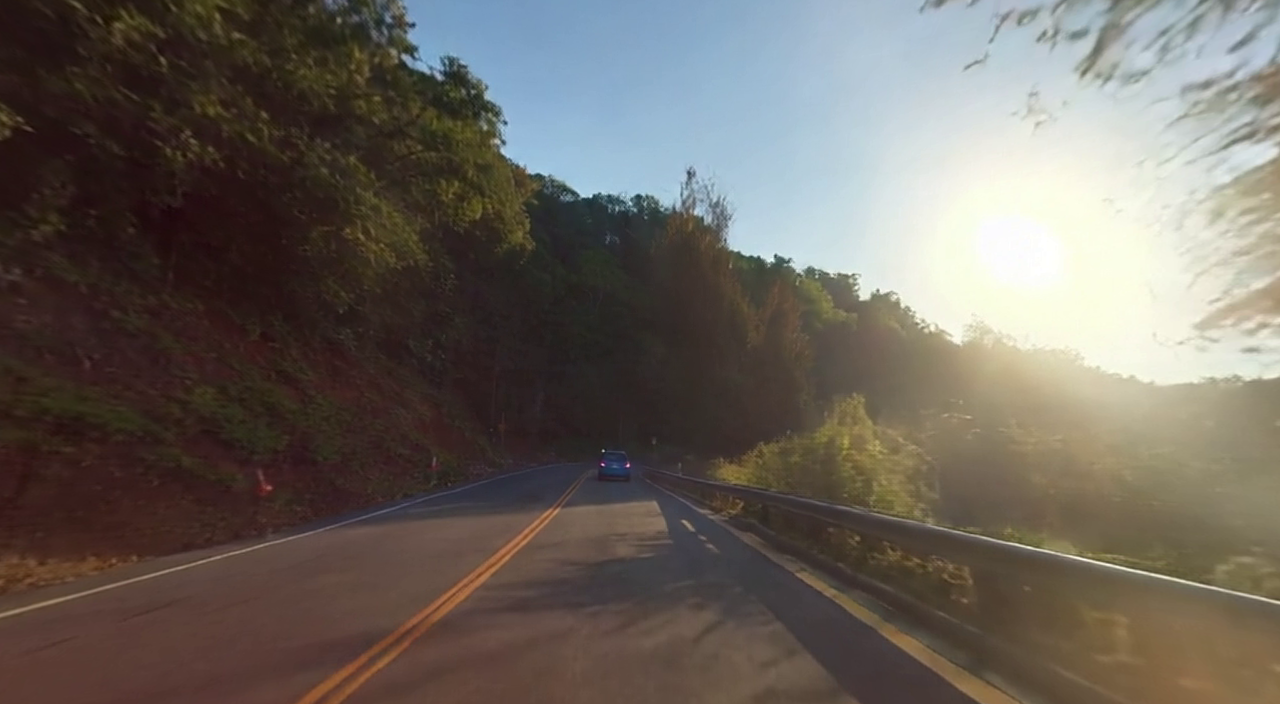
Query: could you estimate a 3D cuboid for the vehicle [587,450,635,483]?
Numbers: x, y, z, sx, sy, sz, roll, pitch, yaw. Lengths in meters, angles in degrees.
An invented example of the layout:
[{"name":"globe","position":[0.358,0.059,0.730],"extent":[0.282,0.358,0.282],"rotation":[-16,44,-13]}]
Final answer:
[{"name":"vehicle","position":[-1.498,5.708,31.654],"extent":[2.259,1.503,4.075],"rotation":[0,-8,-4]}]
